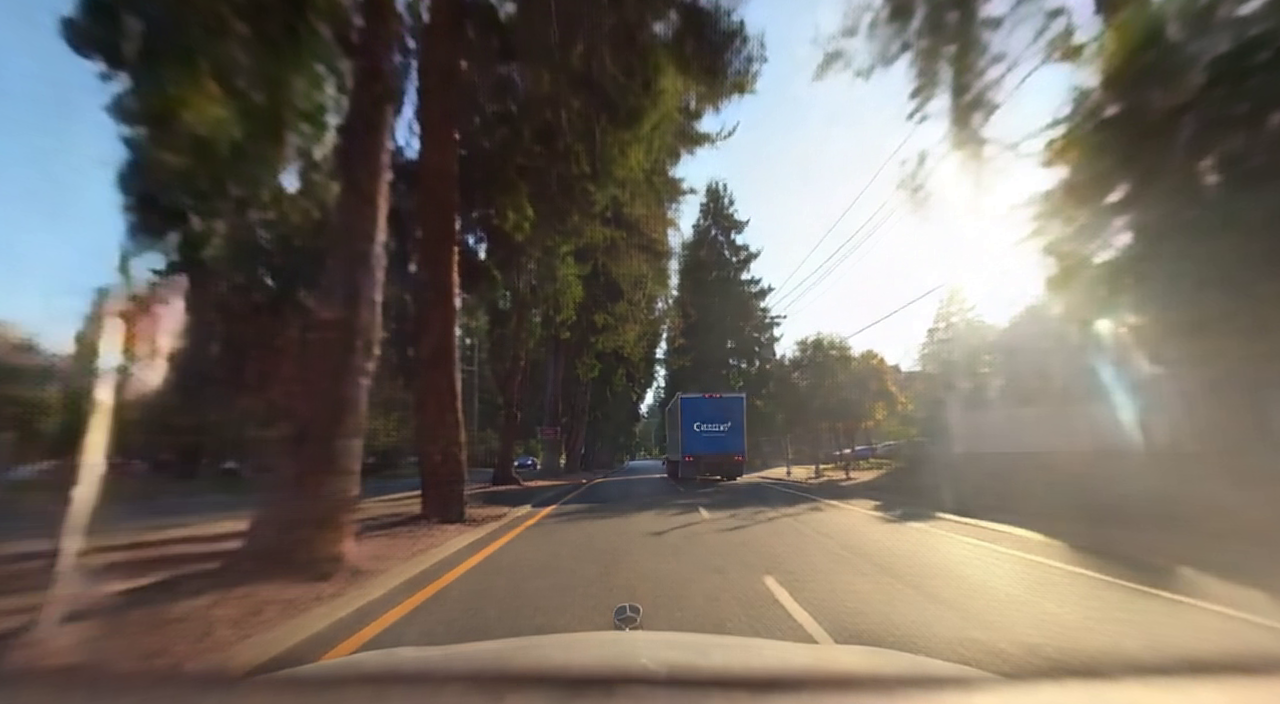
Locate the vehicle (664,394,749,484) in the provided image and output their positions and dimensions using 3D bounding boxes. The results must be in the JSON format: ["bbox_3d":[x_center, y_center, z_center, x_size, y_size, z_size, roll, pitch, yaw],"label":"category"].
[{"bbox_3d":[3.046,4.452,31.819,2.973,3.848,9.336,0,-9,-2],"label":"vehicle"}]
